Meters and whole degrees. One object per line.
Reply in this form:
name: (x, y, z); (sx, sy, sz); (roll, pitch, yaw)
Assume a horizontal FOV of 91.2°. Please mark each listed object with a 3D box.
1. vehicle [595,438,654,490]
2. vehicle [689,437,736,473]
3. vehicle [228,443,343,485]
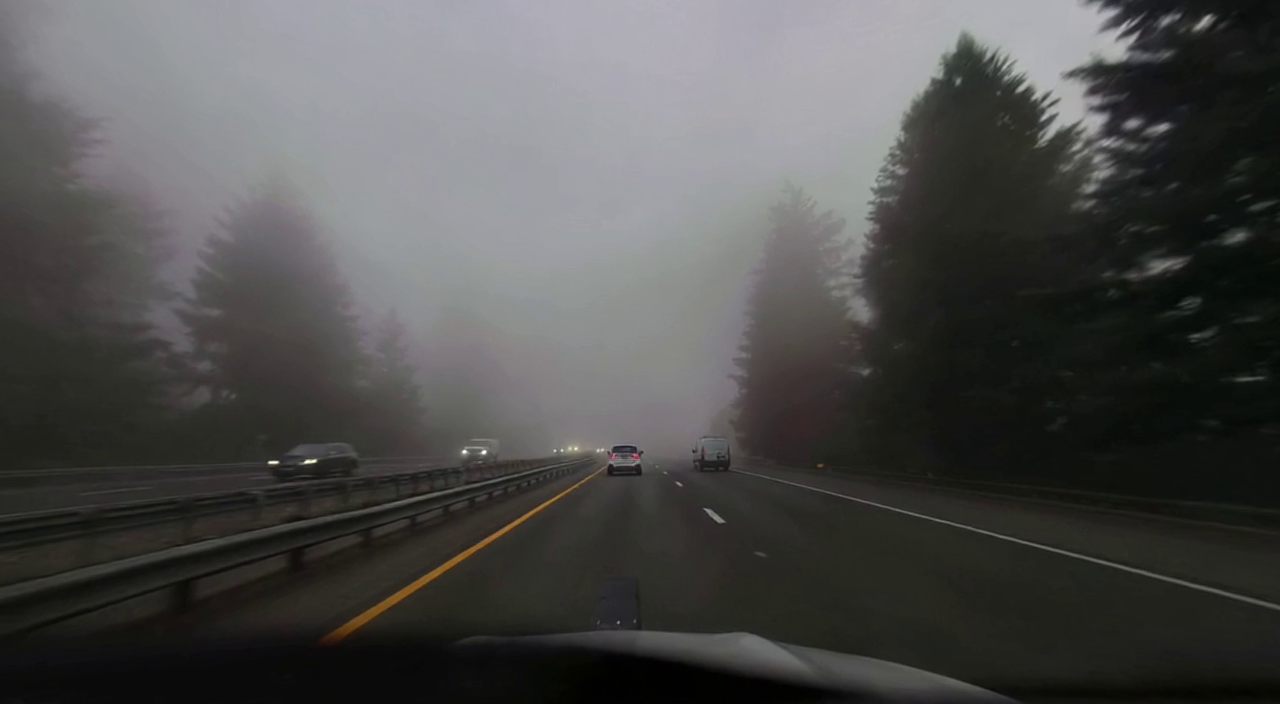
vehicle: (-0.510, 4.065, 23.120); (1.963, 1.711, 4.284); (0, -9, 1)
vehicle: (4.200, 6.058, 36.993); (2.179, 1.930, 4.538); (0, -9, 0)
vehicle: (-13.954, 4.417, 25.063); (1.878, 1.506, 4.602); (0, -9, 0)
